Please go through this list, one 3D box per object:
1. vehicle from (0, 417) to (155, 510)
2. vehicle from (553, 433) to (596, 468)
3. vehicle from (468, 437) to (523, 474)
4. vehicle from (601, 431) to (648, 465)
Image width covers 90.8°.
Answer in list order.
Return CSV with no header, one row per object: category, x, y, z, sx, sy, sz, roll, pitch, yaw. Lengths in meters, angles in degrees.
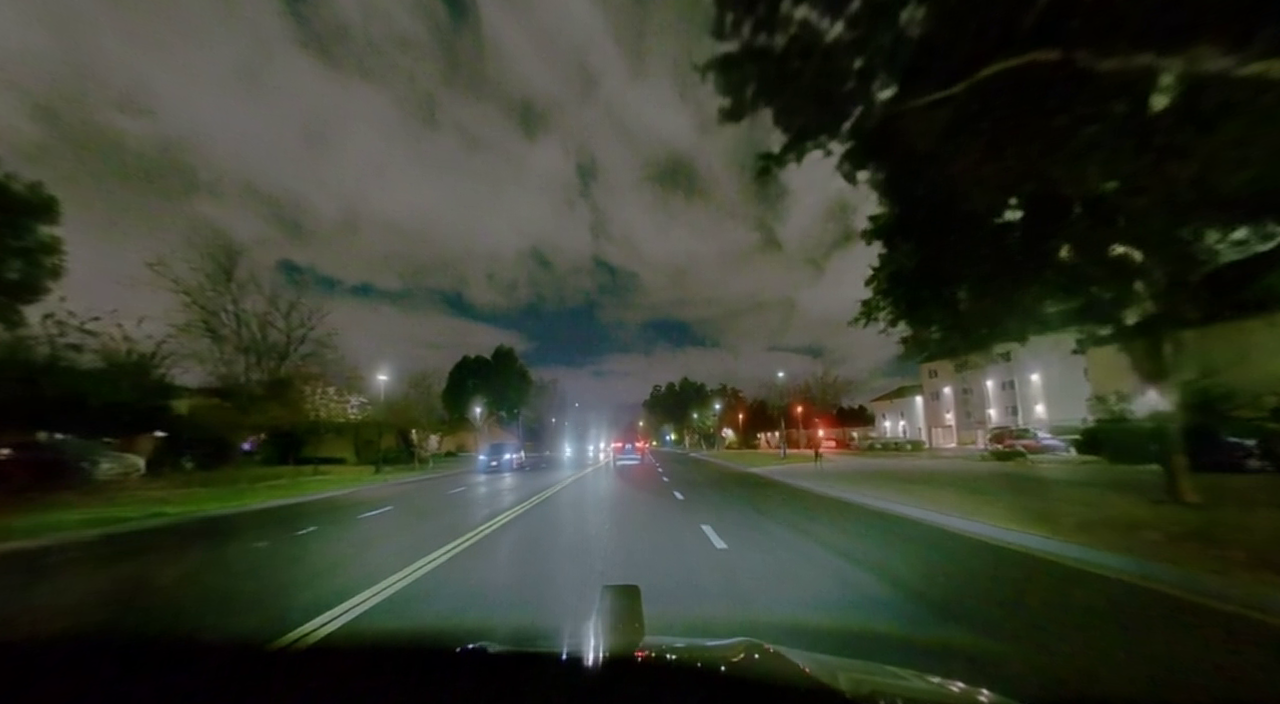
vehicle,-15.819,2.865,16.393,2.385,2.081,5.237,0,-9,-2
vehicle,-3.847,5.875,37.707,1.991,1.794,4.572,-3,-9,0
vehicle,-7.885,5.695,34.859,1.978,1.744,4.301,-4,-9,0
vehicle,-0.840,5.782,38.095,2.554,1.902,5.329,0,-9,1
